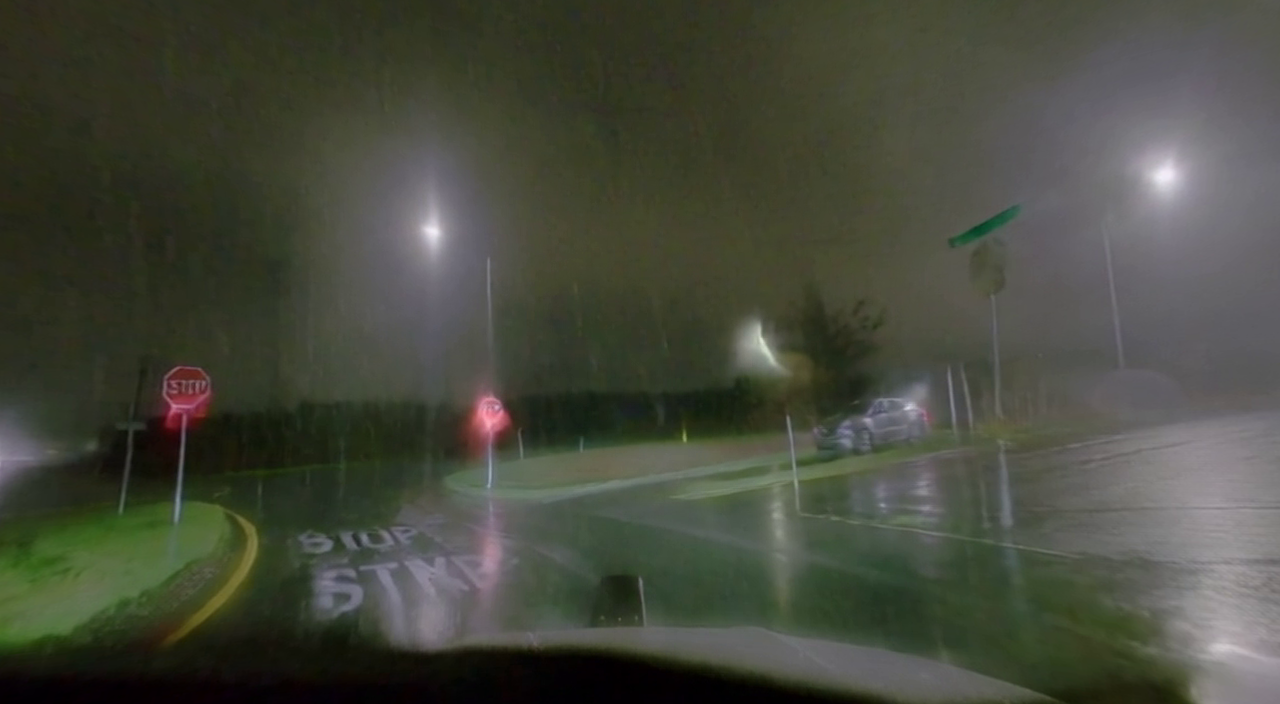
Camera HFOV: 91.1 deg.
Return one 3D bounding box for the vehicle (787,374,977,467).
[{"bbox_3d":[6.349,1.756,16.469,4.403,1.574,1.914,-8,-4,-25],"label":"vehicle"}]
